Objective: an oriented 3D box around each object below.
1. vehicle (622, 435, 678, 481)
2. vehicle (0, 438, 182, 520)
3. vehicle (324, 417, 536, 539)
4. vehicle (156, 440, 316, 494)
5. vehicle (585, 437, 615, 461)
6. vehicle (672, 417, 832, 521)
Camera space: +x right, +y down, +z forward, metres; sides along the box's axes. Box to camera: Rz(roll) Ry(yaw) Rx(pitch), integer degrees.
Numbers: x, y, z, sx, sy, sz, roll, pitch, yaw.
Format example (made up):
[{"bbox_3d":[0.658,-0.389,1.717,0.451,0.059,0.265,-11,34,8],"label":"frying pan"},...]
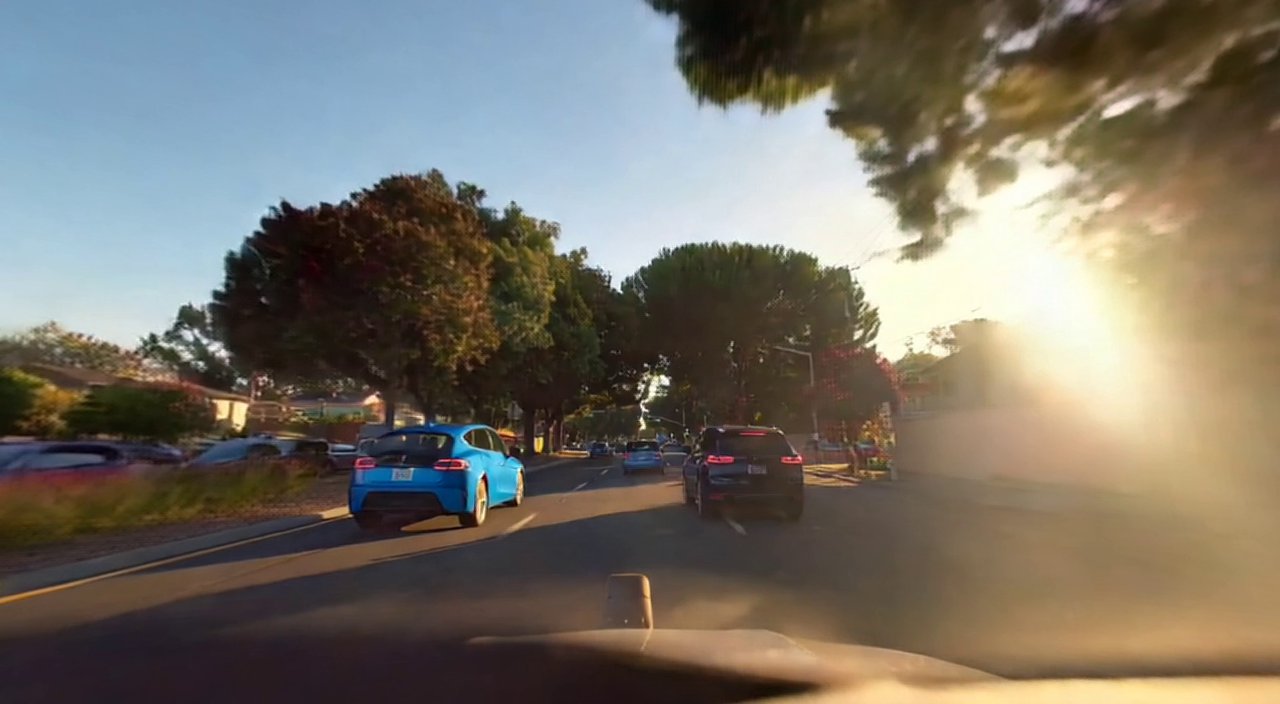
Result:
[{"bbox_3d":[0.345,3.945,23.756,1.922,1.579,3.642,0,-8,0],"label":"vehicle"},{"bbox_3d":[-12.365,2.585,13.393,1.849,1.452,4.423,0,-8,1],"label":"vehicle"},{"bbox_3d":[-3.349,2.117,11.248,2.043,1.687,4.676,0,-8,2],"label":"vehicle"},{"bbox_3d":[-12.393,3.536,19.777,1.833,1.469,4.650,0,-8,2],"label":"vehicle"},{"bbox_3d":[-3.068,7.583,49.447,2.014,1.755,4.360,0,-8,1],"label":"vehicle"},{"bbox_3d":[2.028,2.324,13.024,2.280,1.747,4.361,1,-9,-3],"label":"vehicle"}]
